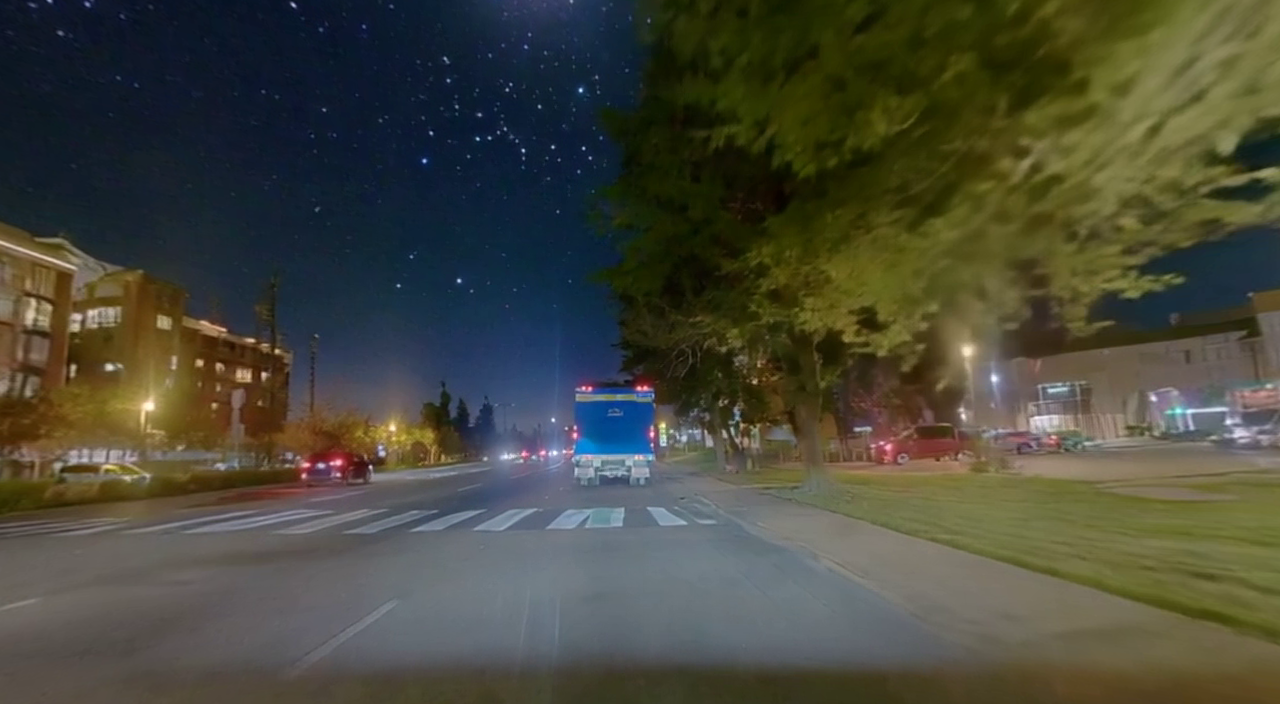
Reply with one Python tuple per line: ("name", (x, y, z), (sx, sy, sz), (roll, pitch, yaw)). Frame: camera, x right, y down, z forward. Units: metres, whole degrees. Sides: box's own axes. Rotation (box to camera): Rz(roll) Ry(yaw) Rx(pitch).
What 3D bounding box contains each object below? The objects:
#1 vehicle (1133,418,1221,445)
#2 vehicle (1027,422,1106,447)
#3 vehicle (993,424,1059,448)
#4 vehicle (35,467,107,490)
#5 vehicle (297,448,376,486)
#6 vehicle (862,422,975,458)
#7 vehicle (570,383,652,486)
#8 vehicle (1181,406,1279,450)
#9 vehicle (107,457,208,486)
("vehicle", (31.728, 4.709, 37.153), (3.709, 1.502, 1.806), (1, -7, -6))
("vehicle", (25.111, 4.879, 37.009), (3.537, 1.393, 1.581), (0, -10, -3))
("vehicle", (25.995, 5.688, 42.321), (3.313, 1.373, 1.590), (-2, -10, -2))
("vehicle", (-40.879, 9.057, 45.147), (1.645, 1.416, 3.497), (-5, -10, 37))
("vehicle", (-14.847, 5.614, 31.037), (1.958, 1.672, 4.283), (0, -9, -4))
("vehicle", (12.742, 4.034, 28.888), (4.321, 1.579, 1.823), (0, -8, -2))
("vehicle", (-1.167, 3.593, 26.757), (2.905, 3.644, 8.807), (0, -9, -2))
("vehicle", (25.811, 3.198, 26.143), (4.609, 1.729, 2.098), (0, -8, -2))
("vehicle", (-35.467, 8.806, 46.288), (5.452, 1.994, 2.312), (0, -9, -1))
